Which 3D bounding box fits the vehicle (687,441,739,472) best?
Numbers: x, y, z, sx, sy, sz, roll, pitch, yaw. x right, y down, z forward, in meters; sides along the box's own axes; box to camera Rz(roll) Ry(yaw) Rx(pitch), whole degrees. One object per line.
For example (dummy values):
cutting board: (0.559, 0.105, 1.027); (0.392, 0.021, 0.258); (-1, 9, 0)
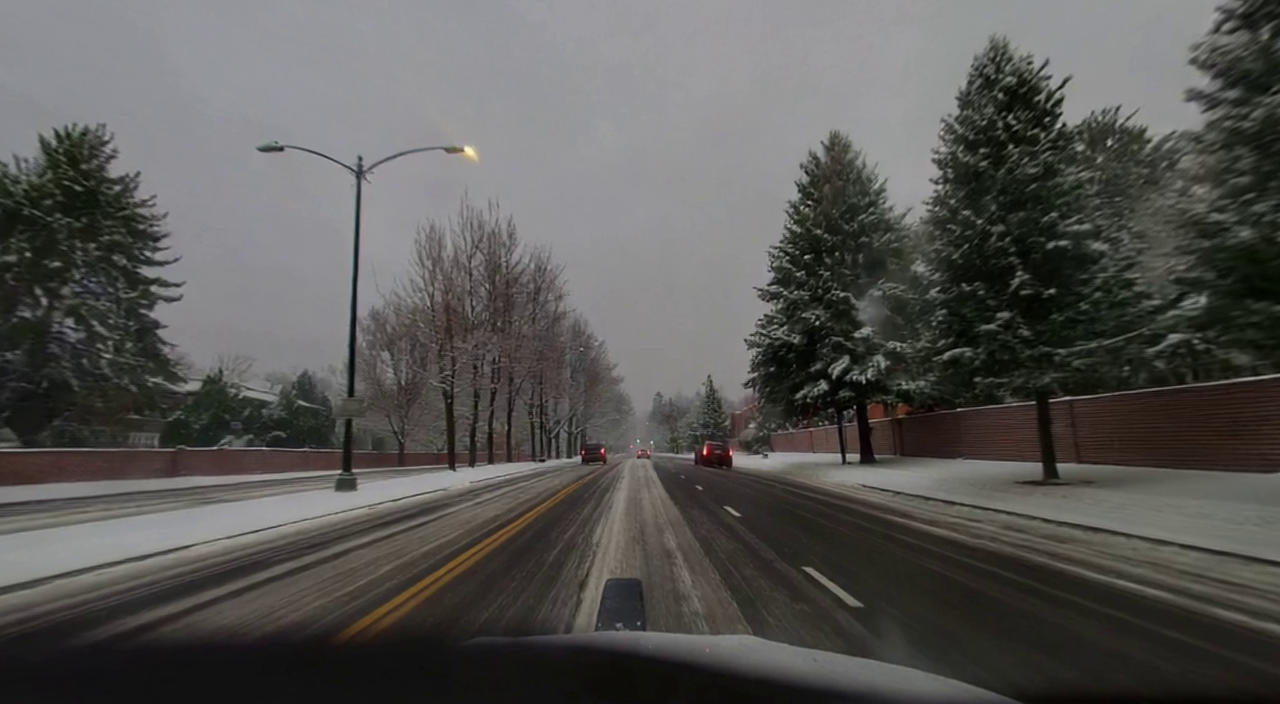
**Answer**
vehicle: (3.989, 5.822, 35.351); (2.237, 1.578, 4.621); (0, -8, -1)
